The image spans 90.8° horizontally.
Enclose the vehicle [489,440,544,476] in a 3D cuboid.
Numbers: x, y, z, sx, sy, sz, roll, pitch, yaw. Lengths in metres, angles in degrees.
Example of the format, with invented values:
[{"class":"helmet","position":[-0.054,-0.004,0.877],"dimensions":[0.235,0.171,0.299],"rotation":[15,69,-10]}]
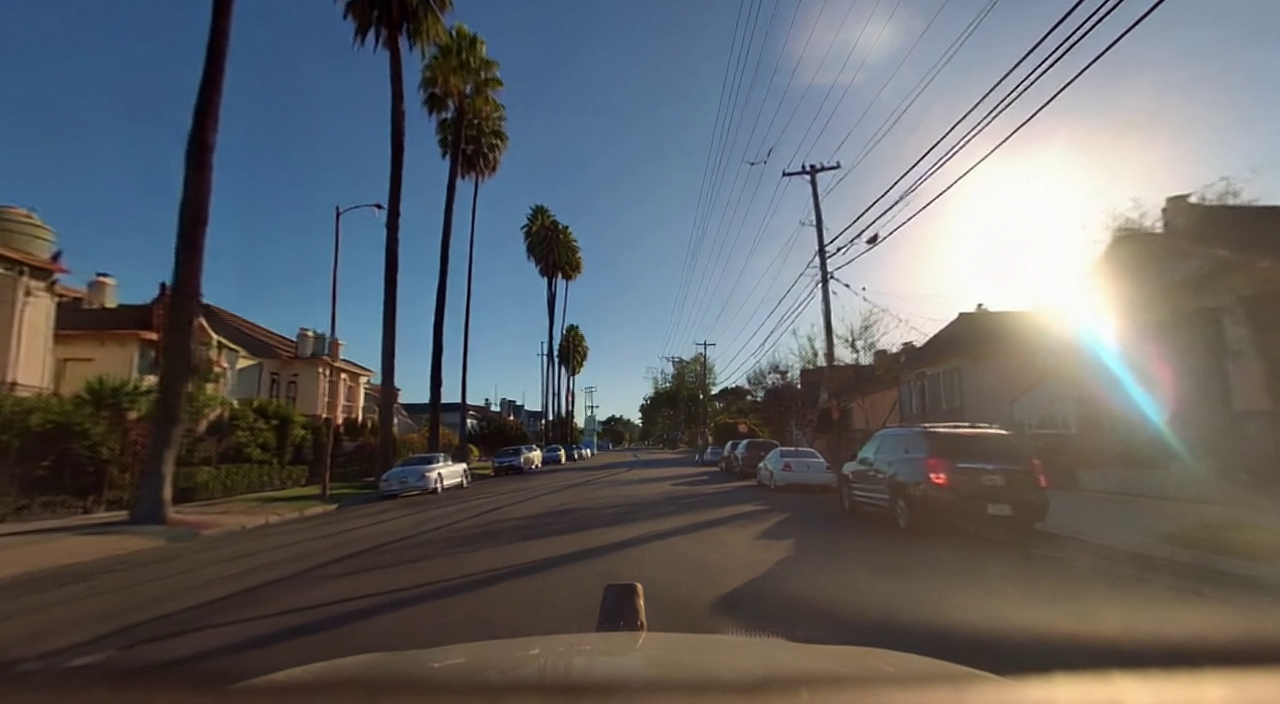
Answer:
[{"class":"vehicle","position":[-7.026,6.036,36.332],"dimensions":[2.077,1.888,4.551],"rotation":[-2,-8,2]}]

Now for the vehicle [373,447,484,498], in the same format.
[{"class":"vehicle","position":[-6.935,3.979,21.316],"dimensions":[2.013,1.483,4.645],"rotation":[0,-8,2]}]

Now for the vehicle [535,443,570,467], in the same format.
[{"class":"vehicle","position":[-6.575,7.791,48.013],"dimensions":[2.085,1.770,4.429],"rotation":[0,-8,0]}]

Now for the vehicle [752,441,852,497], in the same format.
[{"class":"vehicle","position":[4.916,3.592,19.815],"dimensions":[1.795,1.424,4.327],"rotation":[-3,-8,-2]}]

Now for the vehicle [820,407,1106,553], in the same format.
[{"class":"vehicle","position":[4.812,1.986,10.537],"dimensions":[2.115,1.826,4.871],"rotation":[0,-8,-1]}]
